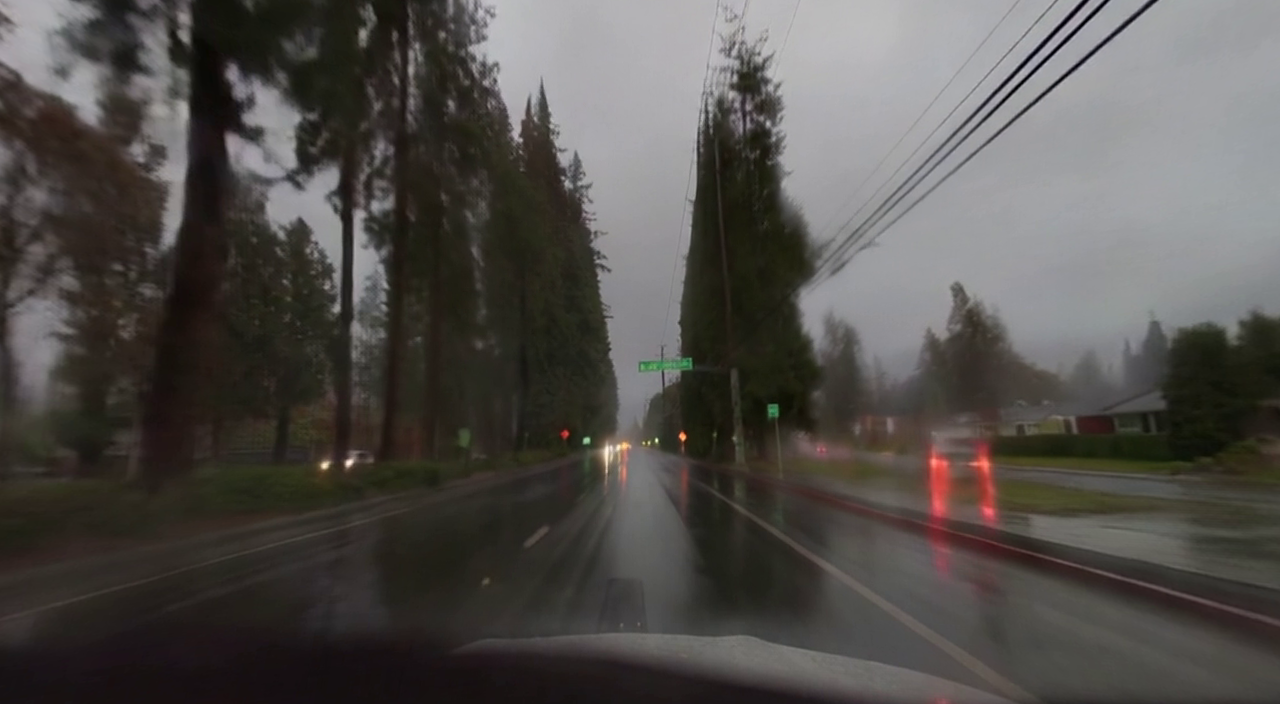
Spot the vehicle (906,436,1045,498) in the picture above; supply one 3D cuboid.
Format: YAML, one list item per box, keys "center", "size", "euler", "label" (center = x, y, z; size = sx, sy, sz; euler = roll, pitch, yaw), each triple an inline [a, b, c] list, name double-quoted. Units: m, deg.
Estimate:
- center: [8.736, 3.008, 16.862]
  size: [1.733, 1.449, 3.764]
  euler: [-1, -9, 2]
  label: "vehicle"

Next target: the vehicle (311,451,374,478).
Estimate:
- center: [-20.110, 7.597, 42.931]
  size: [2.076, 1.663, 4.545]
  euler: [-2, -9, 0]
  label: "vehicle"
